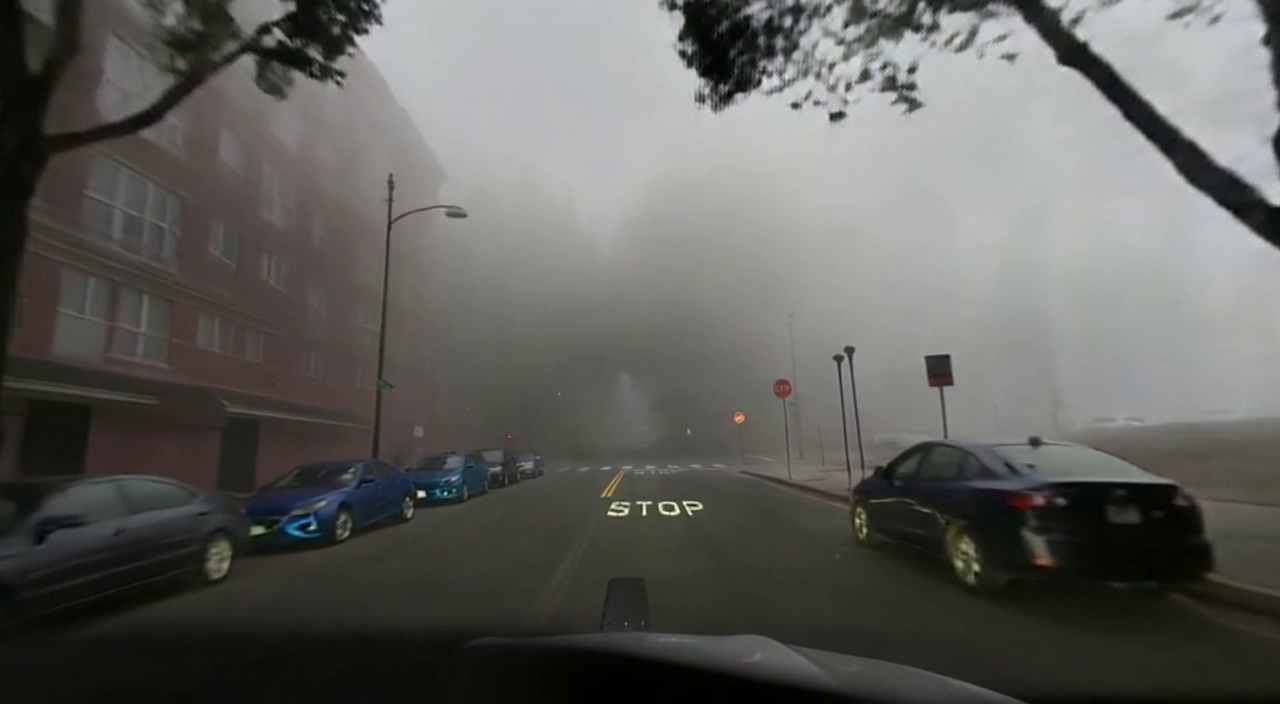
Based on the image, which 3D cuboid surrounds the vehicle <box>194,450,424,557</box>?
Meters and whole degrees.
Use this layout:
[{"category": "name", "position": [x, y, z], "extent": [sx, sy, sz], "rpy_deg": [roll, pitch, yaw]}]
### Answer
[{"category": "vehicle", "position": [-5.548, 2.543, 11.351], "extent": [1.834, 1.463, 4.337], "rpy_deg": [0, -8, -1]}]

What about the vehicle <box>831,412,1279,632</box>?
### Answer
[{"category": "vehicle", "position": [3.784, 1.520, 6.705], "extent": [1.978, 1.554, 4.192], "rpy_deg": [0, -8, -3]}]

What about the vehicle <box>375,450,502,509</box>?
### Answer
[{"category": "vehicle", "position": [-5.566, 3.563, 18.134], "extent": [2.131, 1.407, 4.547], "rpy_deg": [0, -8, 0]}]

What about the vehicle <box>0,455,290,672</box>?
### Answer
[{"category": "vehicle", "position": [-5.503, 1.724, 5.692], "extent": [1.873, 1.448, 5.013], "rpy_deg": [0, -8, -1]}]
